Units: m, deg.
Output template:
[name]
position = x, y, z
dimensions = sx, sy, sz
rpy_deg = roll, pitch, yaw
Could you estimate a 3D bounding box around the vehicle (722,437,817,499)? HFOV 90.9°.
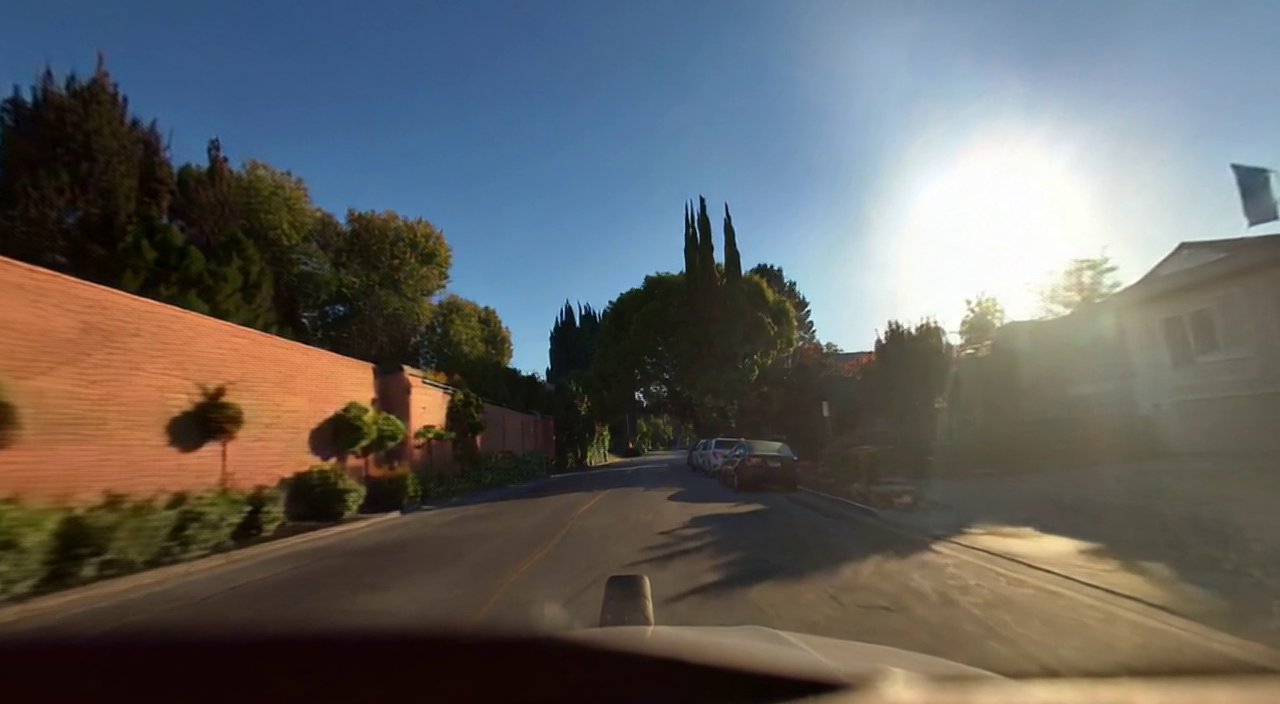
[vehicle]
position = 3.918, 3.553, 20.011
dimensions = 2.048, 1.596, 5.543
rpy_deg = 2, -8, 2
